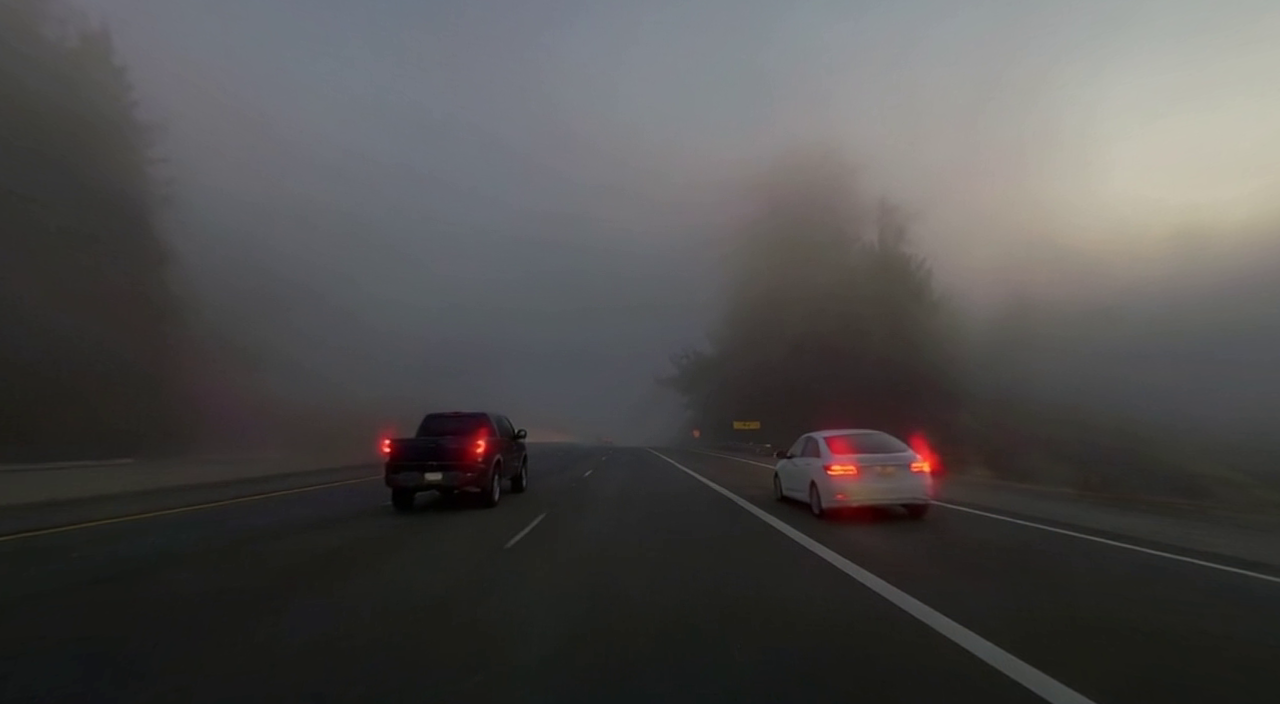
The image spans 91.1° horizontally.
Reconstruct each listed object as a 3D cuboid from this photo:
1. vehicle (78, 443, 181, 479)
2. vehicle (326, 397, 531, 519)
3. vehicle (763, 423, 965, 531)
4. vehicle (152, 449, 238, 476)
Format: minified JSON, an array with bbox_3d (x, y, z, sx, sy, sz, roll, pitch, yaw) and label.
[{"bbox_3d":[-30.592,6.518,37.901,2.022,1.946,4.972,0,-8,-1],"label":"vehicle"},{"bbox_3d":[-3.601,1.937,12.132,2.106,1.779,5.610,0,-8,-1],"label":"vehicle"},{"bbox_3d":[3.546,2.033,10.967,1.817,1.465,4.415,0,-8,-1],"label":"vehicle"},{"bbox_3d":[-26.939,6.669,38.244,1.809,1.483,4.661,0,-8,0],"label":"vehicle"}]
